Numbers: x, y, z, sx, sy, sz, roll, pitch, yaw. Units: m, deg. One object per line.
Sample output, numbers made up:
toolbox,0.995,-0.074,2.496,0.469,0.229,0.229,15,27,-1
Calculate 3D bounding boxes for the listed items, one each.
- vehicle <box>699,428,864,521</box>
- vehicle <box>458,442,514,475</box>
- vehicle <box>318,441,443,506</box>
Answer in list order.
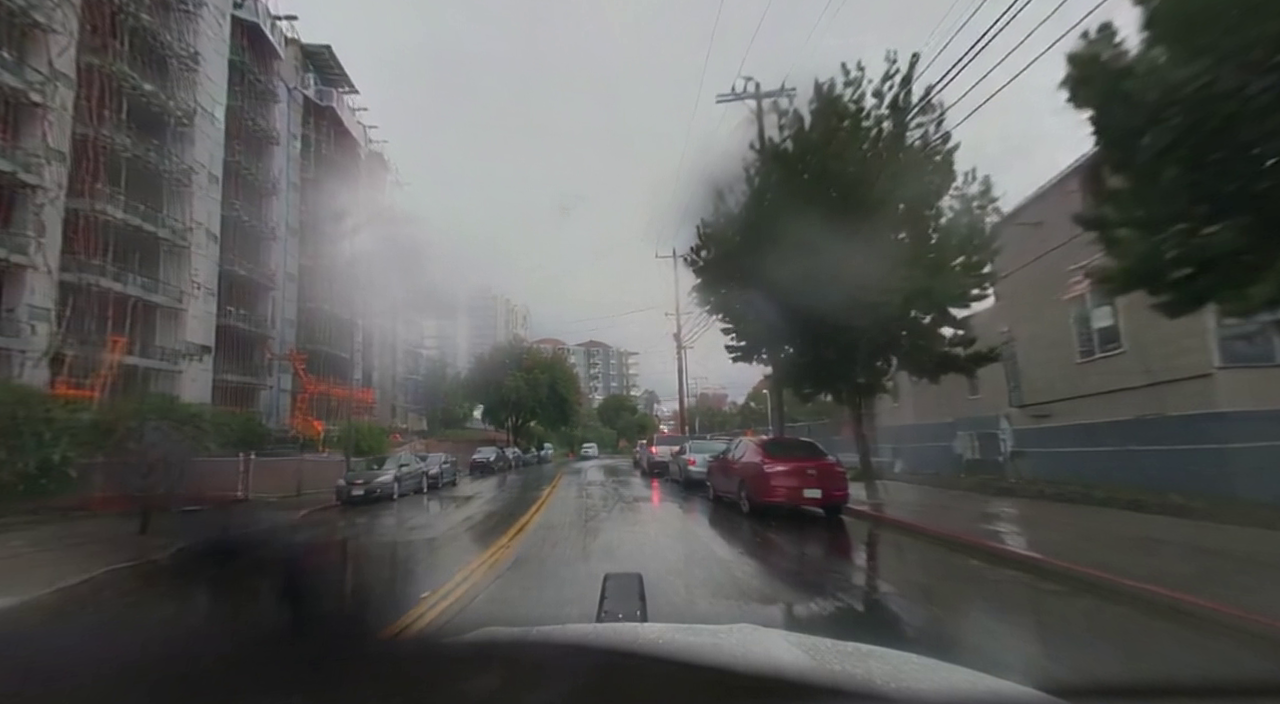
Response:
vehicle,2.727,2.500,13.533,1.976,1.588,4.968,1,-8,-5
vehicle,-9.606,6.645,39.701,2.194,1.861,5.725,0,-8,-1
vehicle,-7.713,3.717,19.312,1.996,1.578,4.806,-4,-10,-3
